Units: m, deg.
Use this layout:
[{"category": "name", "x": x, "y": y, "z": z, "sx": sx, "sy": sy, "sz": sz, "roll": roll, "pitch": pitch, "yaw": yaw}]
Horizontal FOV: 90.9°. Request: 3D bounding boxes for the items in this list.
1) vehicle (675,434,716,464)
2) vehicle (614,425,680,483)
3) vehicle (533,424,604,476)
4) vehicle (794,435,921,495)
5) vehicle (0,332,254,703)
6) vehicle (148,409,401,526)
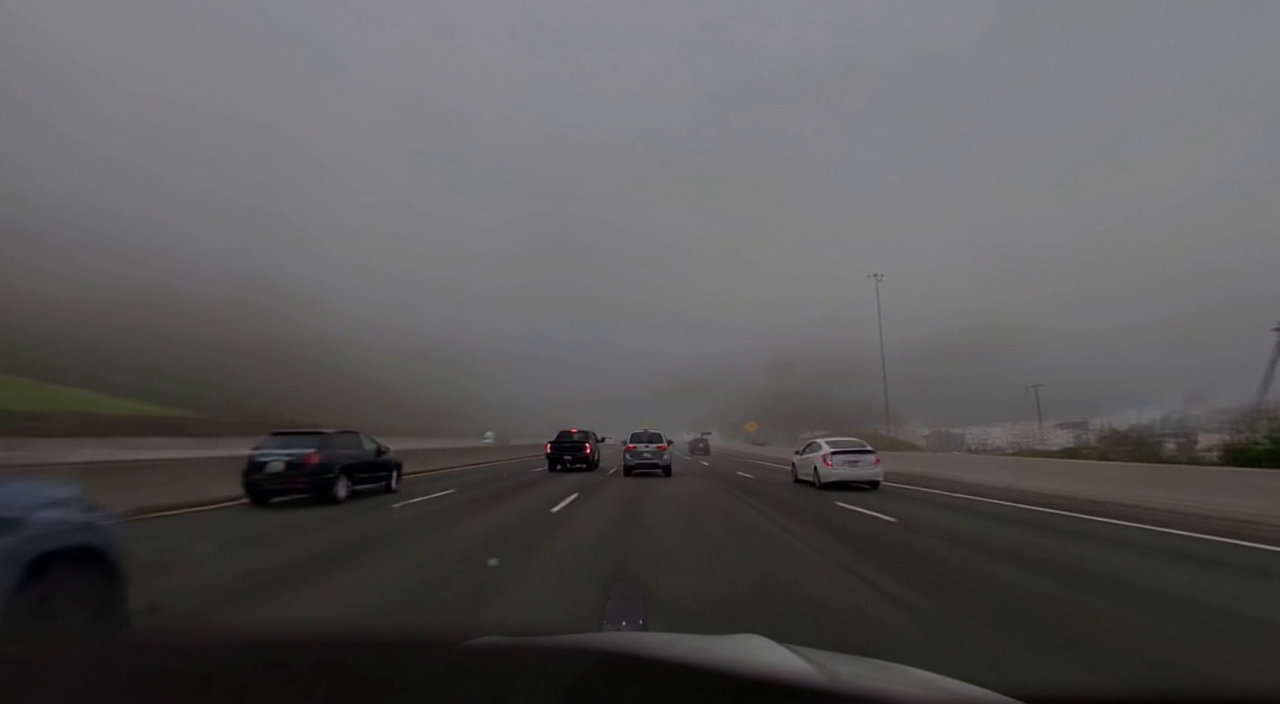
[{"category": "vehicle", "x": 3.448, "y": 6.112, "z": 39.889, "sx": 2.067, "sy": 1.775, "sz": 4.372, "roll": 0, "pitch": -8, "yaw": -2}, {"category": "vehicle", "x": 0.279, "y": 3.483, "z": 21.738, "sx": 2.052, "sy": 1.808, "sz": 3.898, "roll": -1, "pitch": -8, "yaw": 2}, {"category": "vehicle", "x": -2.962, "y": 4.242, "z": 27.504, "sx": 2.316, "sy": 1.999, "sz": 5.765, "roll": 0, "pitch": -8, "yaw": 1}, {"category": "vehicle", "x": 5.928, "y": 3.115, "z": 17.836, "sx": 1.998, "sy": 1.456, "sz": 4.338, "roll": 0, "pitch": -8, "yaw": 0}, {"category": "vehicle", "x": -3.859, "y": 0.718, "z": 1.991, "sx": 2.160, "sy": 1.799, "sz": 5.001, "roll": 0, "pitch": -8, "yaw": -1}, {"category": "vehicle", "x": -6.618, "y": 2.149, "z": 12.220, "sx": 2.036, "sy": 1.813, "sz": 4.564, "roll": -1, "pitch": -8, "yaw": 2}]
